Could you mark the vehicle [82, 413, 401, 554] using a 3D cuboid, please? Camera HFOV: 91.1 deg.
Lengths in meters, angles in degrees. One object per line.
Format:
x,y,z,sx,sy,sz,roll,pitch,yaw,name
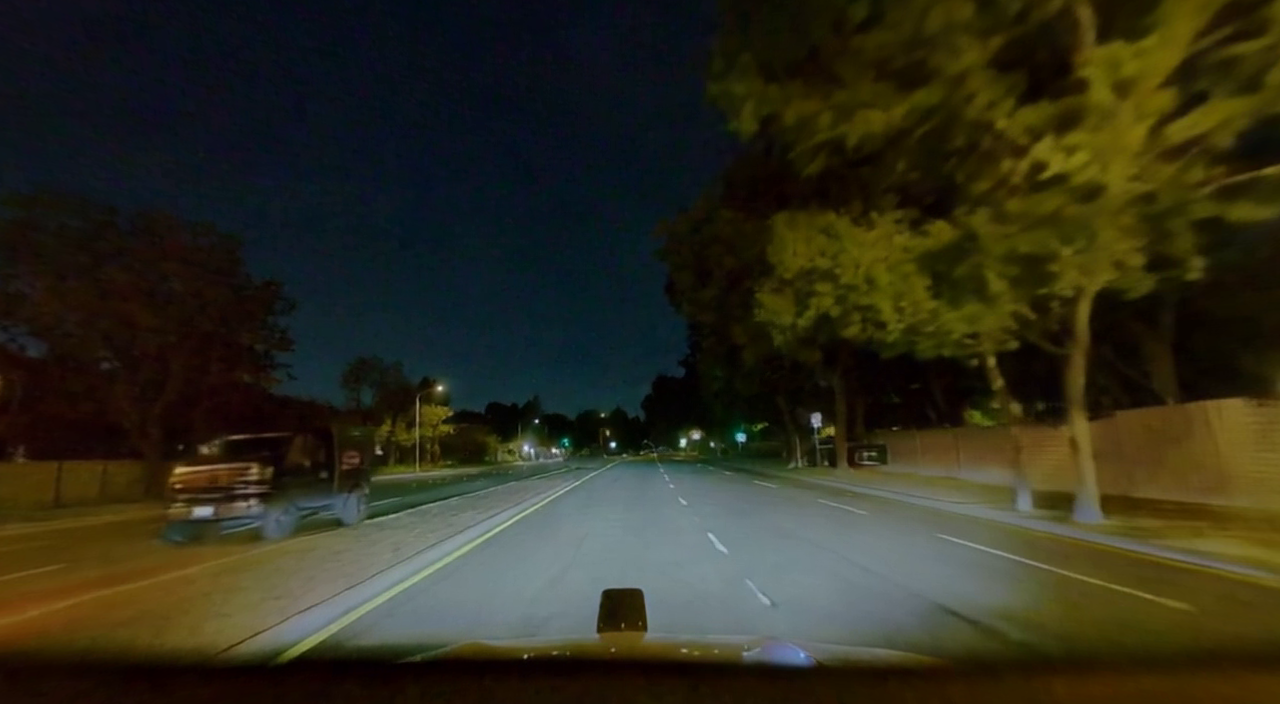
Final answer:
-6.110,2.058,10.630,2.196,1.809,4.857,0,-8,0,vehicle
